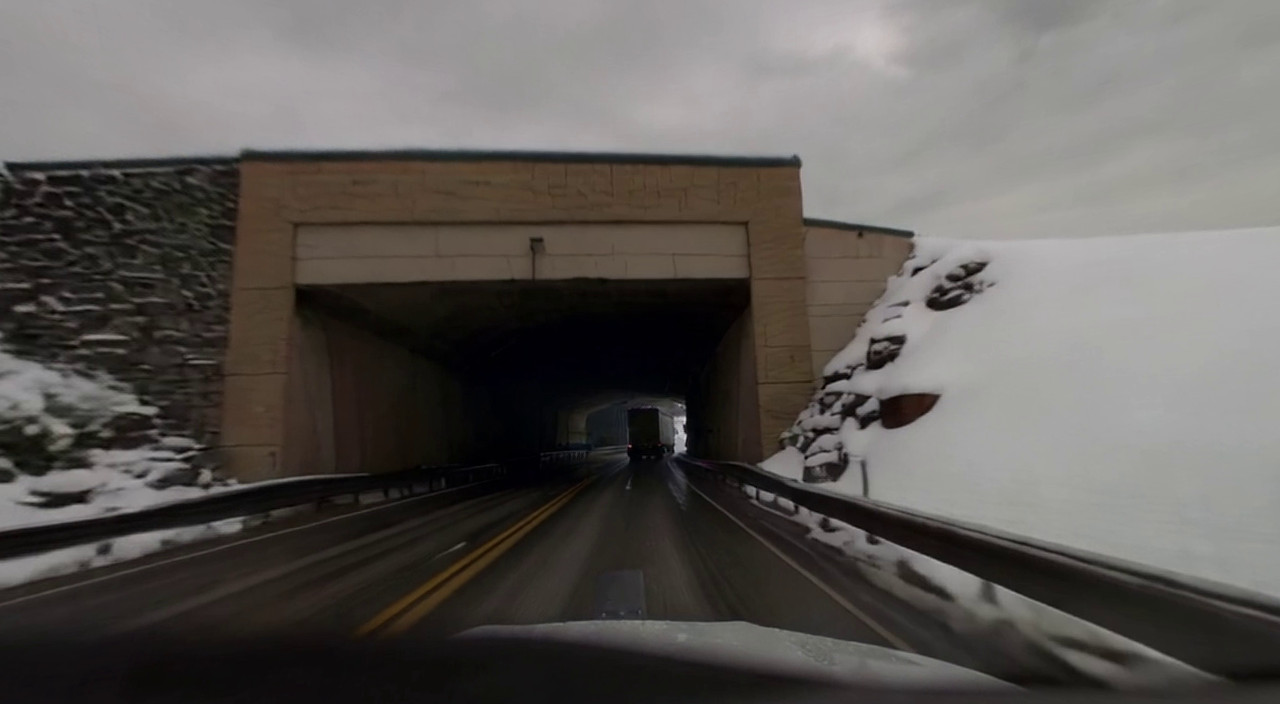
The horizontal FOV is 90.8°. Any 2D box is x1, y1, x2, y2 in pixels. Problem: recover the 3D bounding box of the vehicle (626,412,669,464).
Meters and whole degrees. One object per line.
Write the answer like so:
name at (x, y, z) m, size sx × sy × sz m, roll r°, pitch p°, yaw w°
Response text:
vehicle at (0.761, 6.676, 48.374) m, size 2.915 × 3.468 × 11.233 m, roll -1°, pitch -9°, yaw 2°
